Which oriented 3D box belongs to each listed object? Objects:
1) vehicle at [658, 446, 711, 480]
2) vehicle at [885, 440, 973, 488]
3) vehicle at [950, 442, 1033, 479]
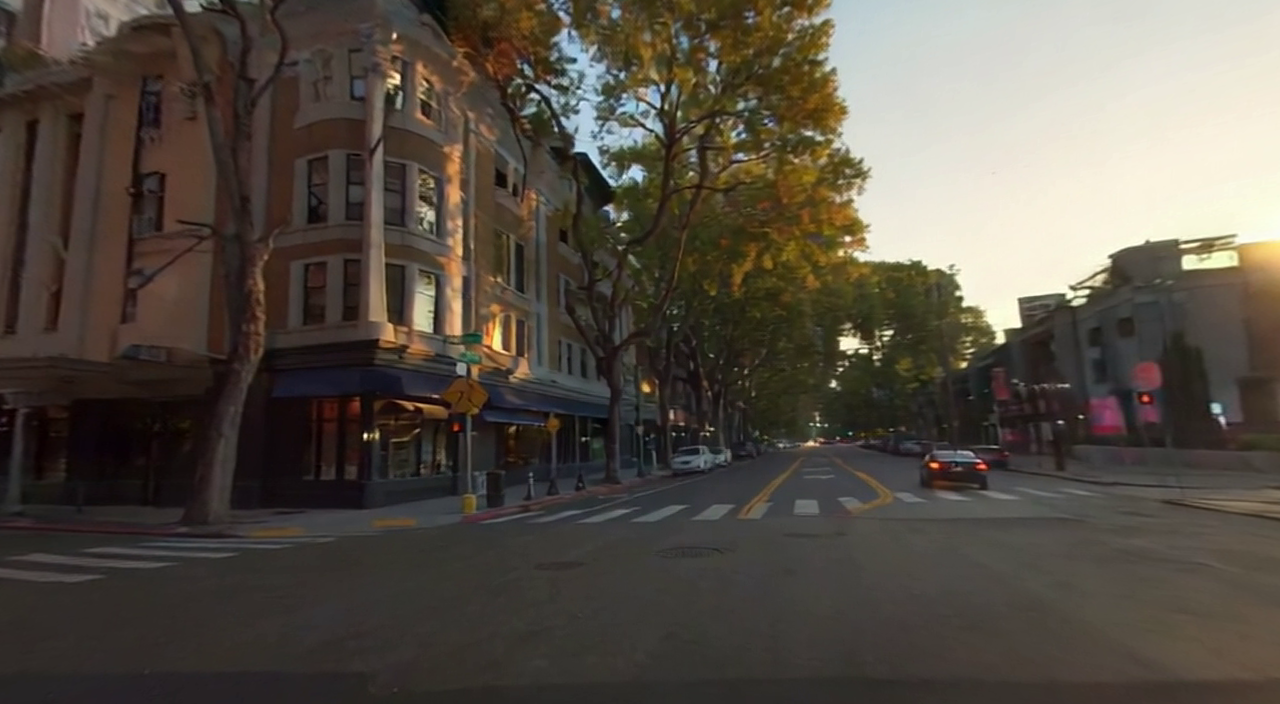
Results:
[{"bbox_3d":[2.436,5.802,33.380,2.127,1.533,4.547,0,-7,13],"label":"vehicle"},{"bbox_3d":[9.916,3.829,21.952,2.014,1.474,4.090,-2,-9,14],"label":"vehicle"},{"bbox_3d":[15.815,4.871,28.611,1.997,1.510,4.455,-2,-9,12],"label":"vehicle"}]
